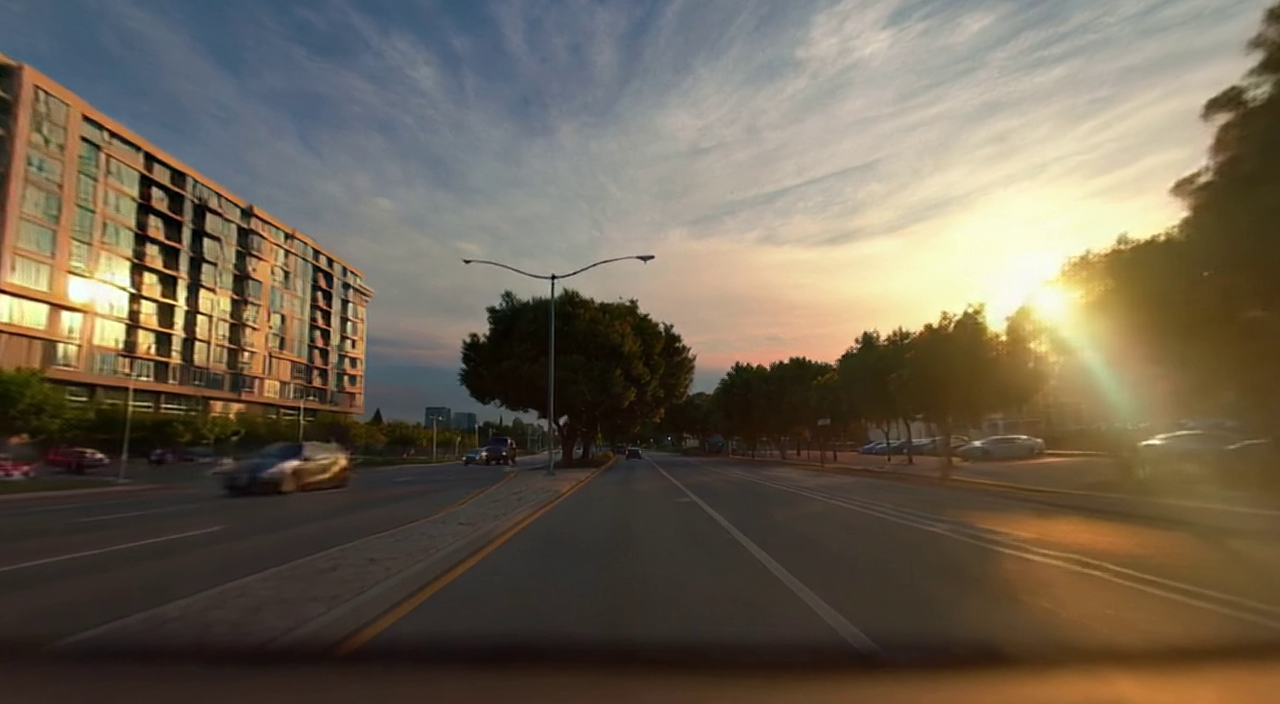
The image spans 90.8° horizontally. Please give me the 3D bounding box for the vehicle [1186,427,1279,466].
[{"bbox_3d":[25.916,3.961,26.559,4.068,1.546,2.017,1,-8,-4],"label":"vehicle"}]

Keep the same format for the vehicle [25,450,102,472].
[{"bbox_3d":[-45.033,8.481,49.363,4.235,1.611,2.127,8,-12,-44],"label":"vehicle"}]

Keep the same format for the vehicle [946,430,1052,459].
[{"bbox_3d":[22.480,5.834,39.659,5.320,1.722,2.651,2,-9,-15],"label":"vehicle"}]

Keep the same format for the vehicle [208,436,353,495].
[{"bbox_3d":[-12.218,3.870,21.952,2.250,1.788,4.684,0,-9,0],"label":"vehicle"}]
